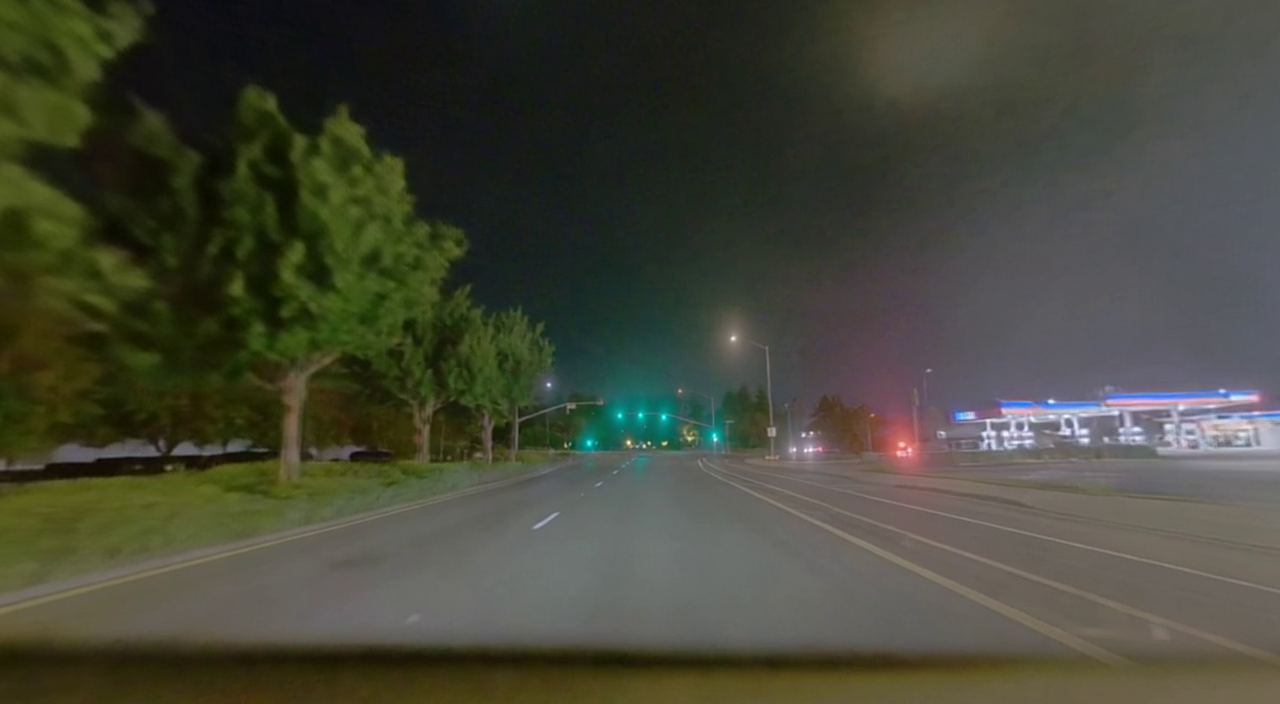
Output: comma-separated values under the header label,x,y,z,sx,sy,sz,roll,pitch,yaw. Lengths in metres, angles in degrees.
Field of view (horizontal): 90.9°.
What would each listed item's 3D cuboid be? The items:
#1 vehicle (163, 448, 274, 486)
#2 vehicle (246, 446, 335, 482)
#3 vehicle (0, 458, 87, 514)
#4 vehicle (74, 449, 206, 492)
label,x,y,z,sx,sy,sz,roll,pitch,yaw
vehicle,-23.649,6.447,35.482,4.634,1.977,2.282,-1,-9,3
vehicle,-24.064,7.685,43.546,5.040,2.072,1.949,-3,-6,0
vehicle,-25.299,5.435,25.246,4.386,2.004,1.991,-4,-9,-2
vehicle,-23.703,5.592,30.037,4.271,1.902,2.281,0,-8,1
